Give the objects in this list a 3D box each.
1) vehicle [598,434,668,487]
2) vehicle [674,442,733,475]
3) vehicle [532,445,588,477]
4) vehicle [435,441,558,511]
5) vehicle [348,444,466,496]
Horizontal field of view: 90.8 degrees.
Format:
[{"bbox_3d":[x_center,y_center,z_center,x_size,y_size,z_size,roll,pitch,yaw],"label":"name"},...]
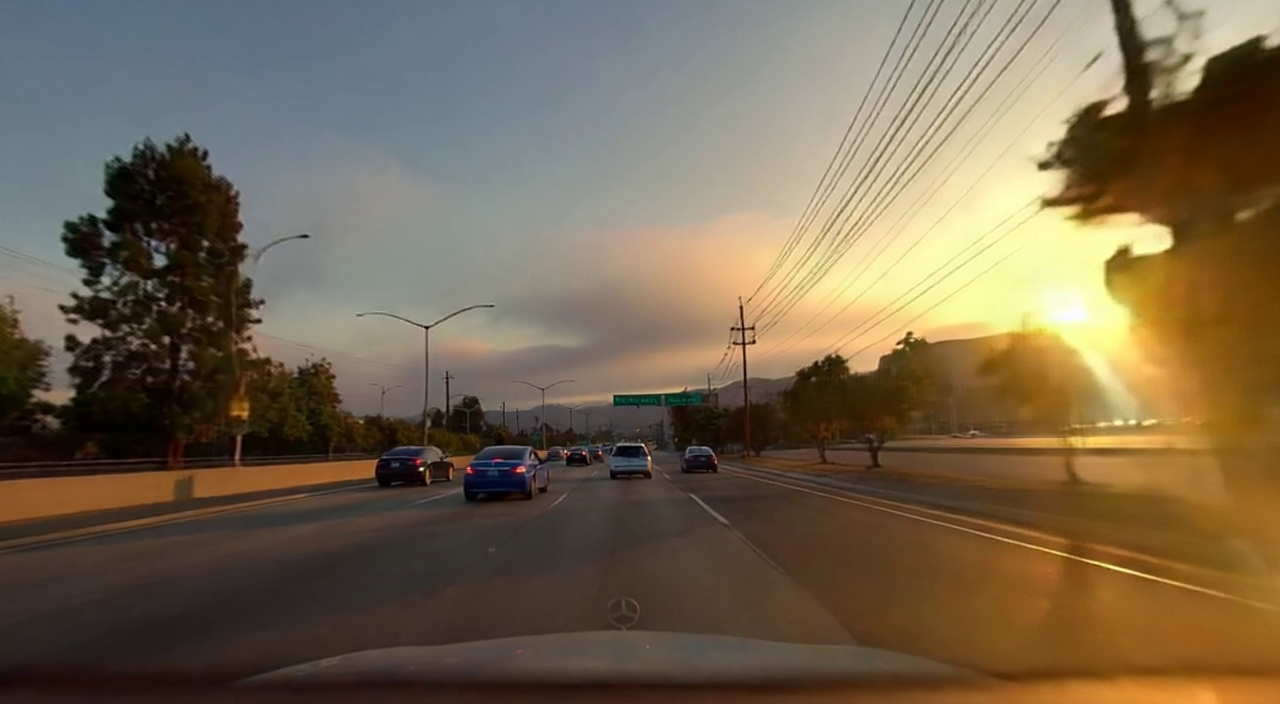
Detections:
[{"bbox_3d":[-0.256,3.876,22.906,2.284,1.699,4.168,0,-8,-1],"label":"vehicle"},{"bbox_3d":[2.965,5.055,30.356,2.197,1.464,4.356,0,-8,-2],"label":"vehicle"},{"bbox_3d":[-3.852,5.305,31.176,2.203,1.425,4.610,0,-8,0],"label":"vehicle"},{"bbox_3d":[-3.305,2.937,15.534,1.958,1.447,4.454,0,-8,0],"label":"vehicle"},{"bbox_3d":[-7.185,3.659,20.098,1.959,1.435,4.719,0,-8,0],"label":"vehicle"}]
